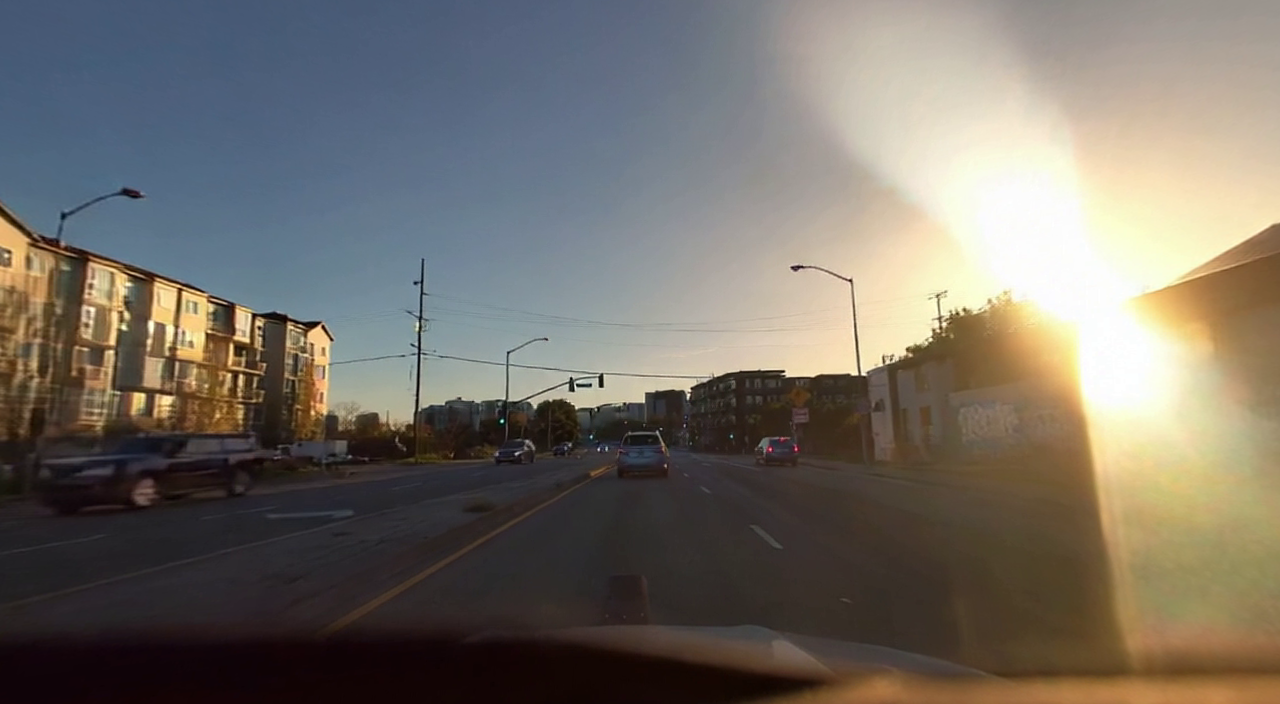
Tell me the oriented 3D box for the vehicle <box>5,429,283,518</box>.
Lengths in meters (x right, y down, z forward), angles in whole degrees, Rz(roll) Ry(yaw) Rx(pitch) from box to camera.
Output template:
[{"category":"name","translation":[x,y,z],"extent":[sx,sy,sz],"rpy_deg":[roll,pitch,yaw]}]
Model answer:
[{"category":"vehicle","translation":[-13.101,3.206,17.450],"extent":[2.544,2.014,5.821],"rpy_deg":[-1,-8,6]}]

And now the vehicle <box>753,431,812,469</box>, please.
[{"category":"vehicle","translation":[7.002,4.850,31.493],"extent":[1.952,1.749,4.311],"rpy_deg":[0,-8,0]}]

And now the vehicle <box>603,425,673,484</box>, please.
[{"category":"vehicle","translation":[-0.005,3.527,22.023],"extent":[2.160,1.786,4.702],"rpy_deg":[-1,-8,1]}]

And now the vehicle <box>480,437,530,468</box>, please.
[{"category":"vehicle","translation":[-8.389,6.272,39.538],"extent":[1.979,1.794,4.264],"rpy_deg":[-1,-8,3]}]
